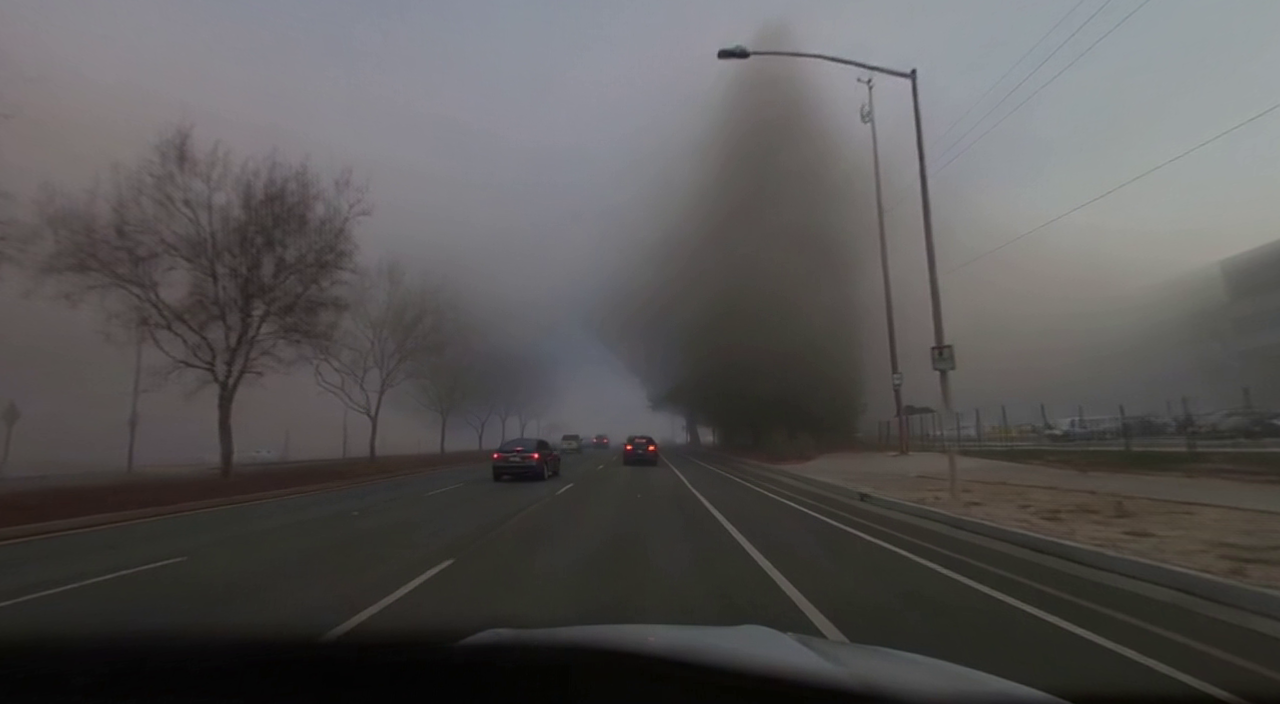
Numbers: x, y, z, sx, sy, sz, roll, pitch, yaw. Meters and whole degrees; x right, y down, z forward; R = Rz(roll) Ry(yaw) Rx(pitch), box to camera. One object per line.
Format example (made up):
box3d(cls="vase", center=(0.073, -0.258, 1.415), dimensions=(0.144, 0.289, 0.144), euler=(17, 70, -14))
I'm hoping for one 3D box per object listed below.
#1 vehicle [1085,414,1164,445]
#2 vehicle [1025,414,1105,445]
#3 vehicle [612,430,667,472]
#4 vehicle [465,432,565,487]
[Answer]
box3d(cls="vehicle", center=(24.461, 3.981, 31.985), dimensions=(1.741, 1.416, 3.831), euler=(-2, -9, 15))
box3d(cls="vehicle", center=(21.955, 4.070, 32.820), dimensions=(1.833, 1.471, 4.656), euler=(-2, -9, 13))
box3d(cls="vehicle", center=(-0.037, 4.288, 27.520), dimensions=(2.199, 1.652, 4.101), euler=(0, -8, 0))
box3d(cls="vehicle", center=(-3.711, 3.298, 19.672), dimensions=(1.942, 1.462, 4.905), euler=(0, -8, 2))
